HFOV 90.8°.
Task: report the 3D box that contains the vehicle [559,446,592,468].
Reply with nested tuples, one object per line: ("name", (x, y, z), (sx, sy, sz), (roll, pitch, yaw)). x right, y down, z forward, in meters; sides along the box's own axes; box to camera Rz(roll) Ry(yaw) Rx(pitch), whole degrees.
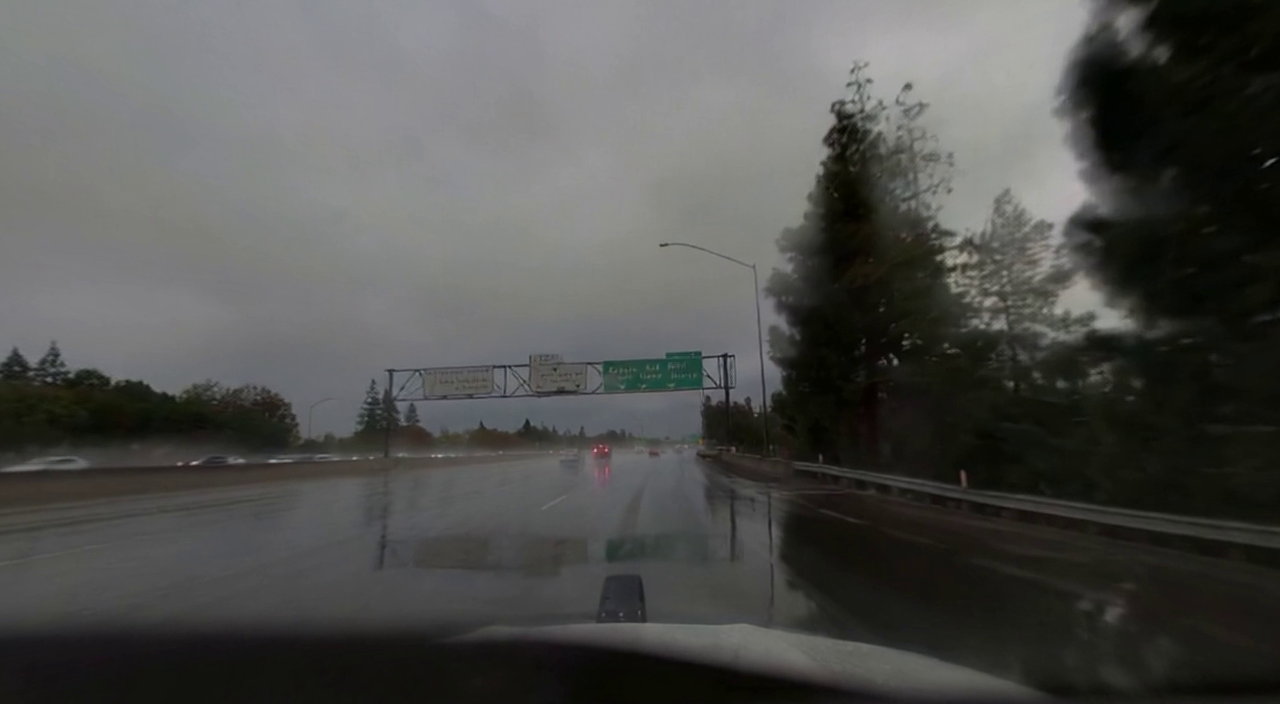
("vehicle", (-4.748, 7.852, 47.276), (2.271, 1.537, 4.029), (0, -9, -3))

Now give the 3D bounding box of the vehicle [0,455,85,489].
("vehicle", (-34.699, 6.757, 35.839), (2.189, 1.710, 4.614), (-1, -9, 1))
